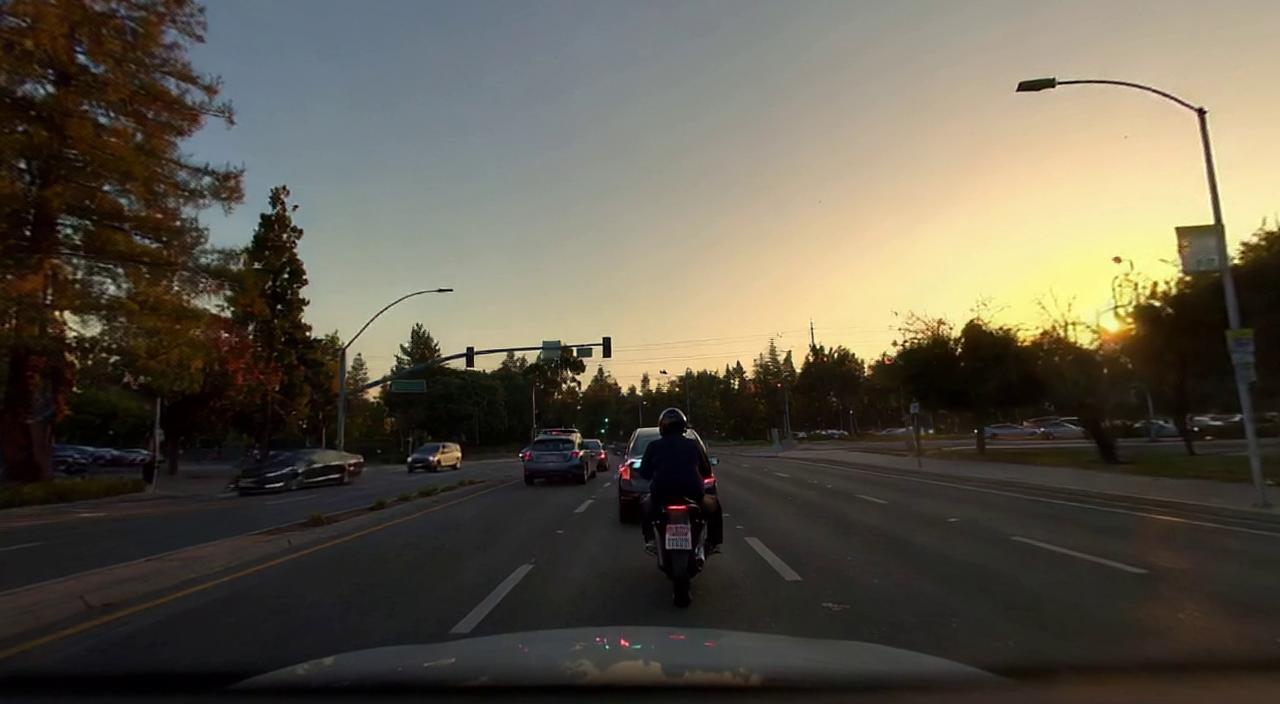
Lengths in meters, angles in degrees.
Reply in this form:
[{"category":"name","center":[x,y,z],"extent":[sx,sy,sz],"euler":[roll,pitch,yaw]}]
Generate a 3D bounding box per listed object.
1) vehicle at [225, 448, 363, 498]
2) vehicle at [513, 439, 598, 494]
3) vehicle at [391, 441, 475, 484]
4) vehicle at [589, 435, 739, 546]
[{"category":"vehicle","center":[-11.263,3.925,20.982],"extent":[1.936,1.425,4.630],"euler":[-1,-8,0]},{"category":"vehicle","center":[-2.505,3.499,19.654],"extent":[1.979,1.499,3.840],"euler":[-1,-8,2]},{"category":"vehicle","center":[-7.779,4.148,24.080],"extent":[1.735,1.480,4.137],"euler":[-1,-8,1]},{"category":"vehicle","center":[0.339,2.193,10.807],"extent":[2.009,1.450,4.608],"euler":[-1,-8,1]}]
